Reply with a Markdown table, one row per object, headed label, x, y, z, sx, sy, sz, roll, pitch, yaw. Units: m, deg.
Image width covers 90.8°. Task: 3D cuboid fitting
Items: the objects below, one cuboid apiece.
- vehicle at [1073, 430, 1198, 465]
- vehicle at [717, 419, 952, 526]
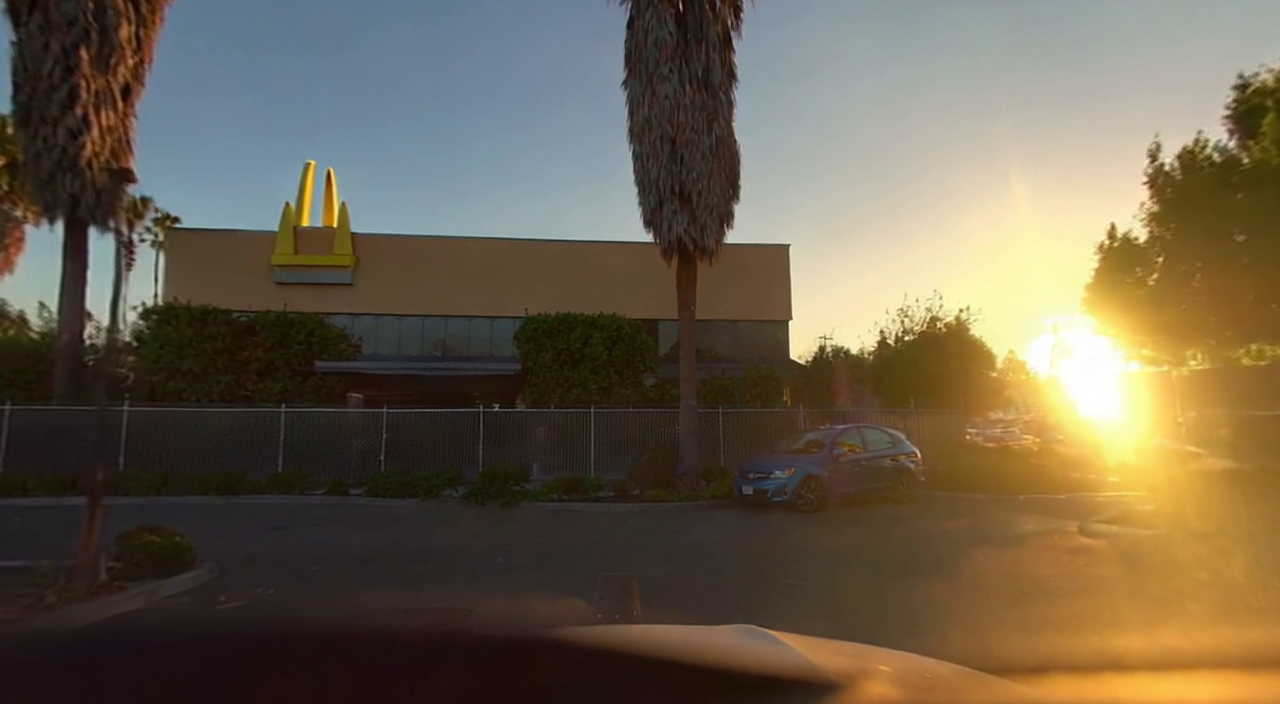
| label | x | y | z | sx | sy | sz | roll | pitch | yaw |
| --- | --- | --- | --- | --- | --- | --- | --- | --- | --- |
| vehicle | 22.571 | 4.382 | 29.068 | 1.860 | 1.417 | 4.750 | 1 | -8 | -1 |
| vehicle | 3.941 | 2.258 | 12.709 | 4.365 | 1.791 | 2.073 | 4 | -7 | -31 |
